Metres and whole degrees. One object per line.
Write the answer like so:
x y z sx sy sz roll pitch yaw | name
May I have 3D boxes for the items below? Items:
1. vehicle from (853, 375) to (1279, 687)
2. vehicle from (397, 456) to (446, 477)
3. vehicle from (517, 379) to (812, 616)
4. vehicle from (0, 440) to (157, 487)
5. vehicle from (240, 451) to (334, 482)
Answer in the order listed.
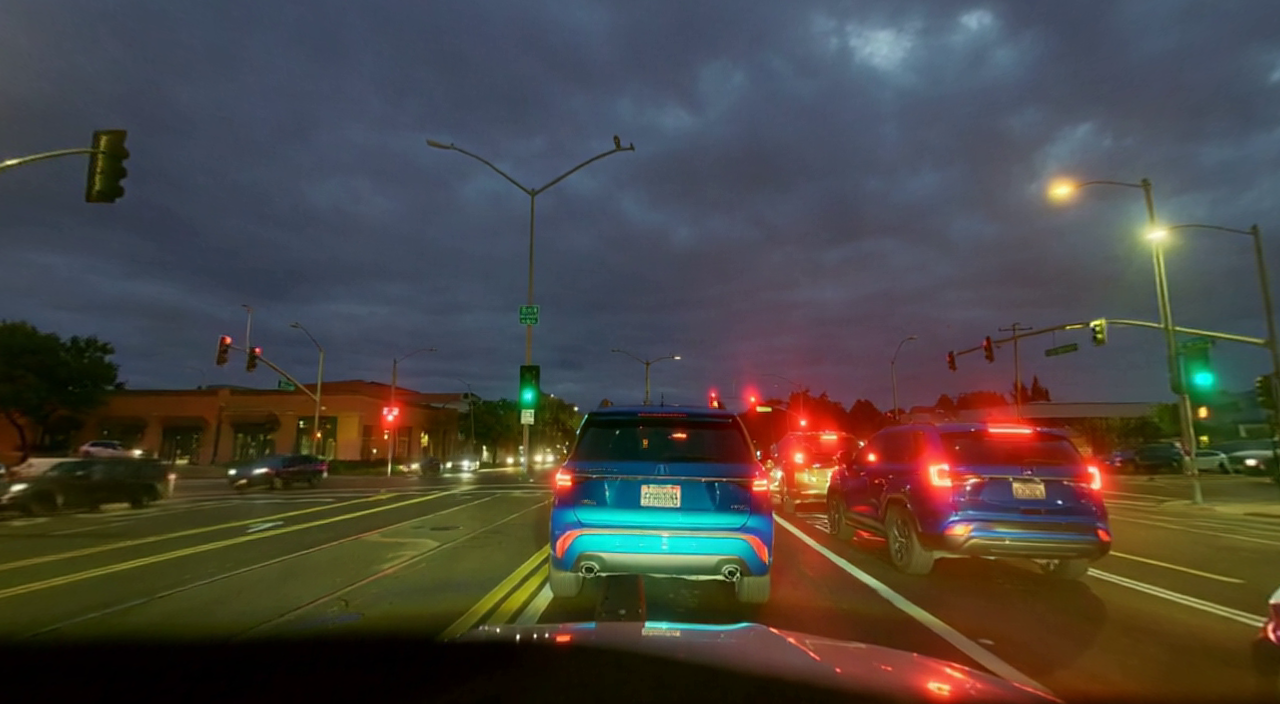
3.598 1.293 5.664 2.018 1.701 4.288 0 -9 2 | vehicle
-16.594 8.681 48.243 1.864 1.444 4.255 -1 -9 6 | vehicle
0.231 1.462 7.216 2.292 1.840 4.394 0 -9 1 | vehicle
-24.578 4.836 27.553 5.062 1.946 2.243 0 -9 -1 | vehicle
-22.192 7.161 39.832 4.744 1.739 2.089 7 -11 -41 | vehicle
